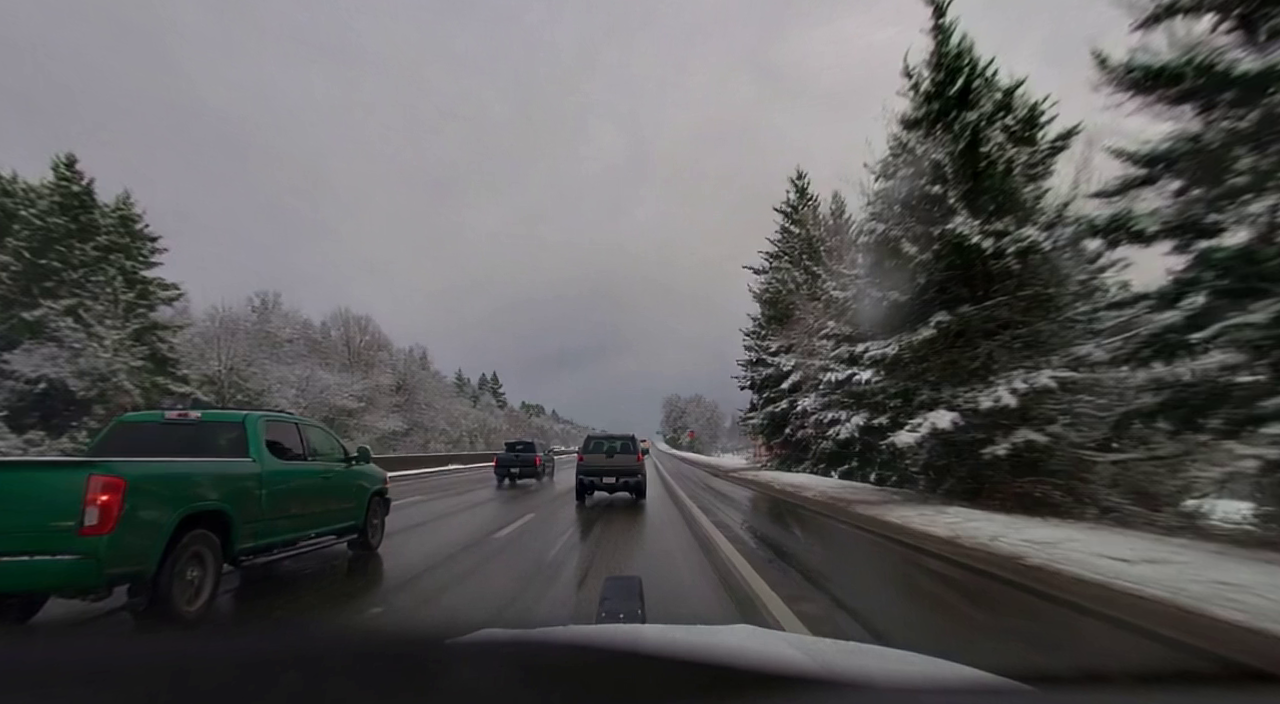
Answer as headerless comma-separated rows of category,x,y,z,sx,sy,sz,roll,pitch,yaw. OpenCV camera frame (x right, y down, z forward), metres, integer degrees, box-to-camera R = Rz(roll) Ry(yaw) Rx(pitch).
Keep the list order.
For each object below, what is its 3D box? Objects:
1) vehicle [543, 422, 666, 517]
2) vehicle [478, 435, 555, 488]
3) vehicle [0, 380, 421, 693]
vehicle,-0.641,2.522,14.063,2.293,1.753,4.380,0,-8,1
vehicle,-4.464,4.008,23.486,1.991,1.776,4.333,0,-8,0
vehicle,-4.056,1.387,6.114,2.038,1.704,5.181,0,-8,0
